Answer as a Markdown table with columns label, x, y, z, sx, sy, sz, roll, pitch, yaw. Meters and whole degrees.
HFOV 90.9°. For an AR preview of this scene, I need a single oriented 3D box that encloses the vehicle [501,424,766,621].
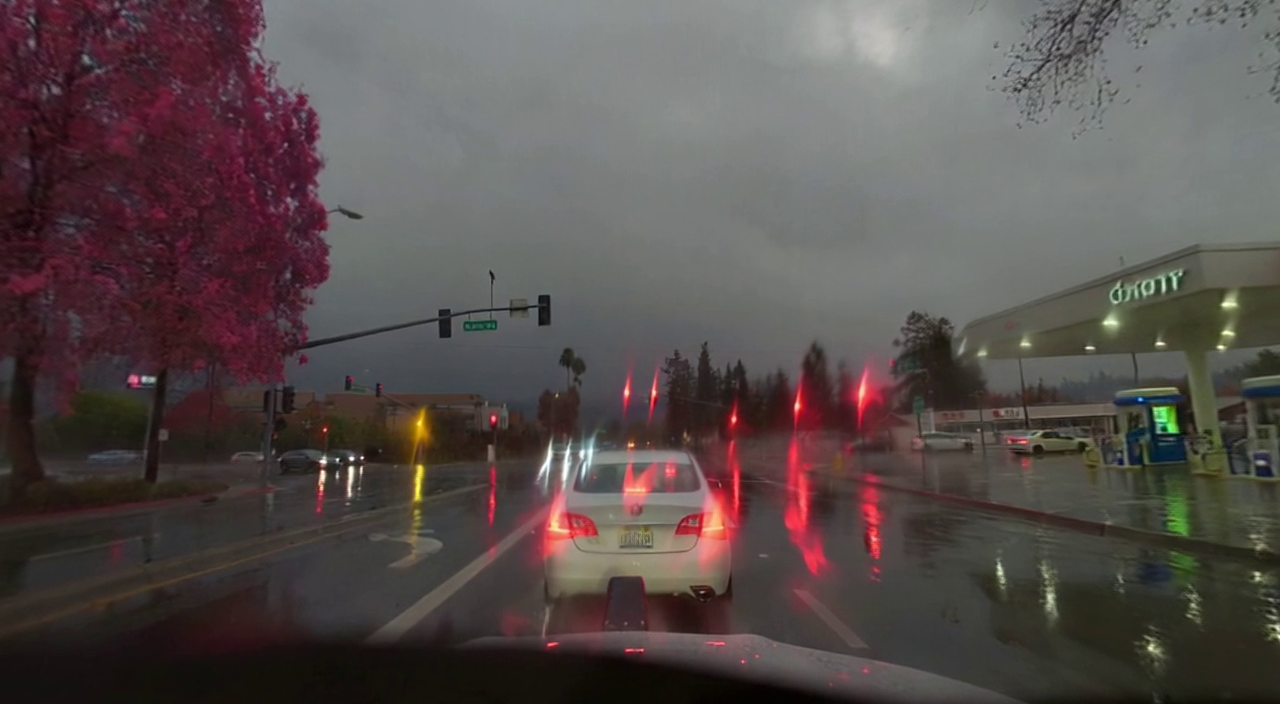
| label | x | y | z | sx | sy | sz | roll | pitch | yaw |
| --- | --- | --- | --- | --- | --- | --- | --- | --- | --- |
| vehicle | -0.047 | 1.600 | 6.897 | 2.010 | 1.482 | 4.057 | 0 | -8 | 0 |

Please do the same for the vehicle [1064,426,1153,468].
| label | x | y | z | sx | sy | sz | roll | pitch | yaw |
| --- | --- | --- | --- | --- | --- | --- | --- | --- | --- |
| vehicle | 18.564 | 3.752 | 24.899 | 4.091 | 1.495 | 2.053 | 8 | -12 | -44 |

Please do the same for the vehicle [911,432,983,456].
| label | x | y | z | sx | sy | sz | roll | pitch | yaw |
| --- | --- | --- | --- | --- | --- | --- | --- | --- | --- |
| vehicle | 21.059 | 6.325 | 43.296 | 3.975 | 1.563 | 1.755 | -1 | -8 | 4 |
